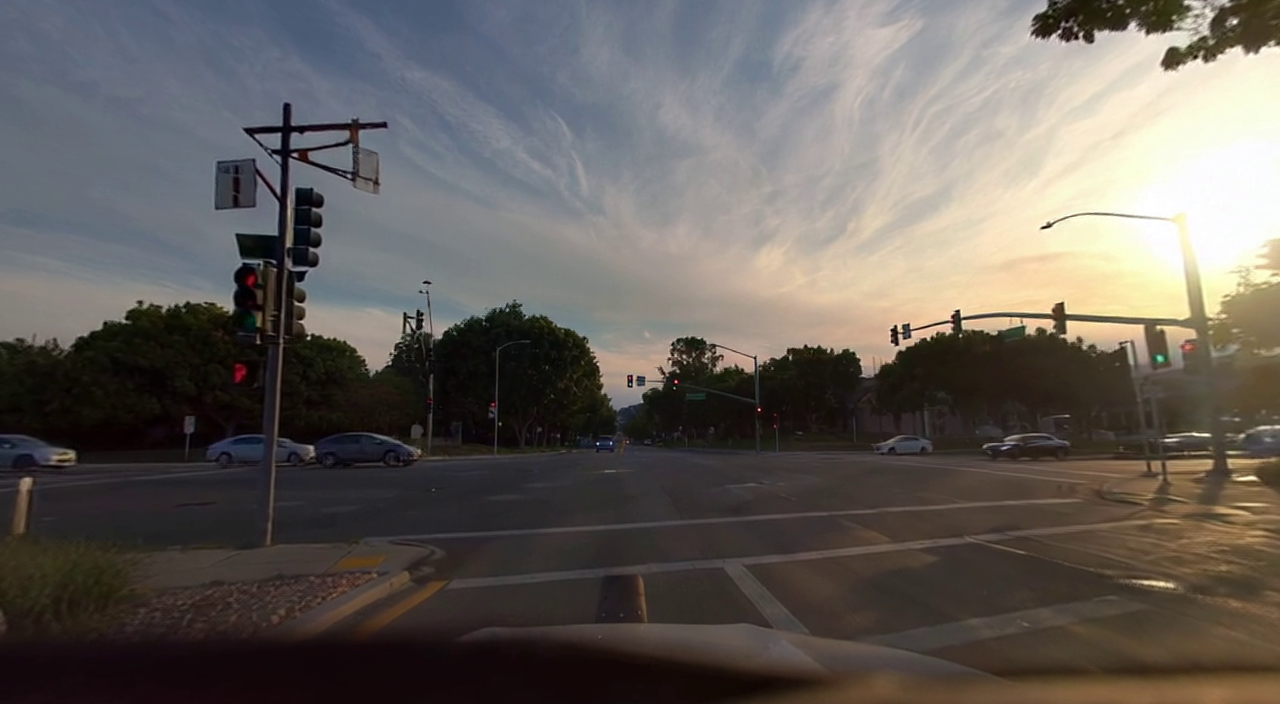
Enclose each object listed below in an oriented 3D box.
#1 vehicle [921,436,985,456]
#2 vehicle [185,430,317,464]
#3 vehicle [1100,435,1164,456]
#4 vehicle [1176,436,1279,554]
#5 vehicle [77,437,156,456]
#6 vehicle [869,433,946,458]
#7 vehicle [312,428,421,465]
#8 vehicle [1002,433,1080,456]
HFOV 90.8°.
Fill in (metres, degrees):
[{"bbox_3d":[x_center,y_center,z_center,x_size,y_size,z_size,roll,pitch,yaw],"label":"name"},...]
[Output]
[{"bbox_3d":[24.095,7.220,48.585,4.352,1.456,1.794,3,-9,-19],"label":"vehicle"},{"bbox_3d":[-17.836,4.411,29.310,4.912,1.485,1.922,4,-9,-24],"label":"vehicle"},{"bbox_3d":[36.775,6.998,47.227,4.533,1.471,1.772,4,-9,-24],"label":"vehicle"},{"bbox_3d":[9.234,1.759,7.265,1.993,1.505,4.721,3,-9,-1],"label":"vehicle"},{"bbox_3d":[-40.559,7.327,48.992,4.345,1.426,1.722,1,-9,-8],"label":"vehicle"},{"bbox_3d":[16.676,5.857,39.358,4.516,1.468,1.962,4,-10,-27],"label":"vehicle"},{"bbox_3d":[-12.382,4.289,28.680,4.331,1.544,1.896,4,-9,-26],"label":"vehicle"},{"bbox_3d":[27.868,6.444,43.899,4.481,1.561,2.001,3,-9,-16],"label":"vehicle"}]
